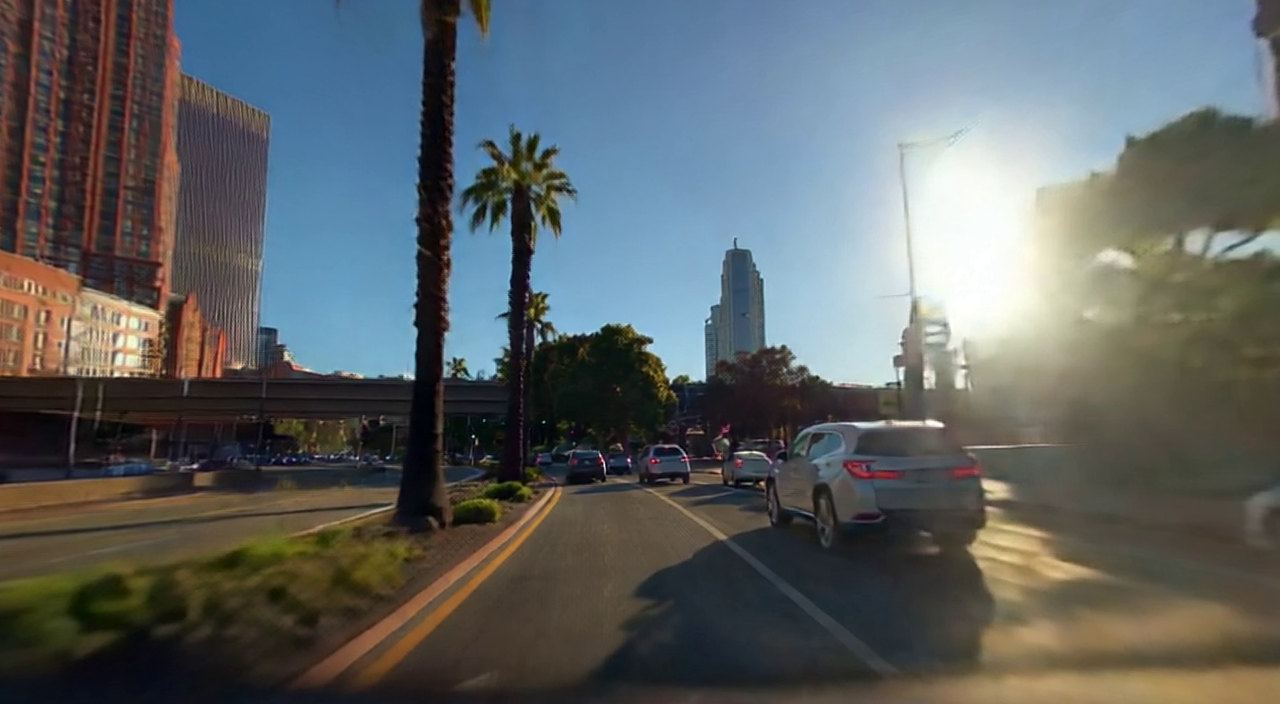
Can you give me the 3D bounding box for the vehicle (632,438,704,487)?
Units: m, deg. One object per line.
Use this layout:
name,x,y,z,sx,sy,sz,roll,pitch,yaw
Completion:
vehicle,1.145,5.018,29.033,2.407,1.991,5.130,1,-9,-8

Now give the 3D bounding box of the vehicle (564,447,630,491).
vehicle,-1.904,4.773,26.228,2.332,1.625,4.933,1,-9,-8

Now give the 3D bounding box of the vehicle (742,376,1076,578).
vehicle,3.384,1.740,9.544,2.434,2.171,5.098,1,-9,-5
